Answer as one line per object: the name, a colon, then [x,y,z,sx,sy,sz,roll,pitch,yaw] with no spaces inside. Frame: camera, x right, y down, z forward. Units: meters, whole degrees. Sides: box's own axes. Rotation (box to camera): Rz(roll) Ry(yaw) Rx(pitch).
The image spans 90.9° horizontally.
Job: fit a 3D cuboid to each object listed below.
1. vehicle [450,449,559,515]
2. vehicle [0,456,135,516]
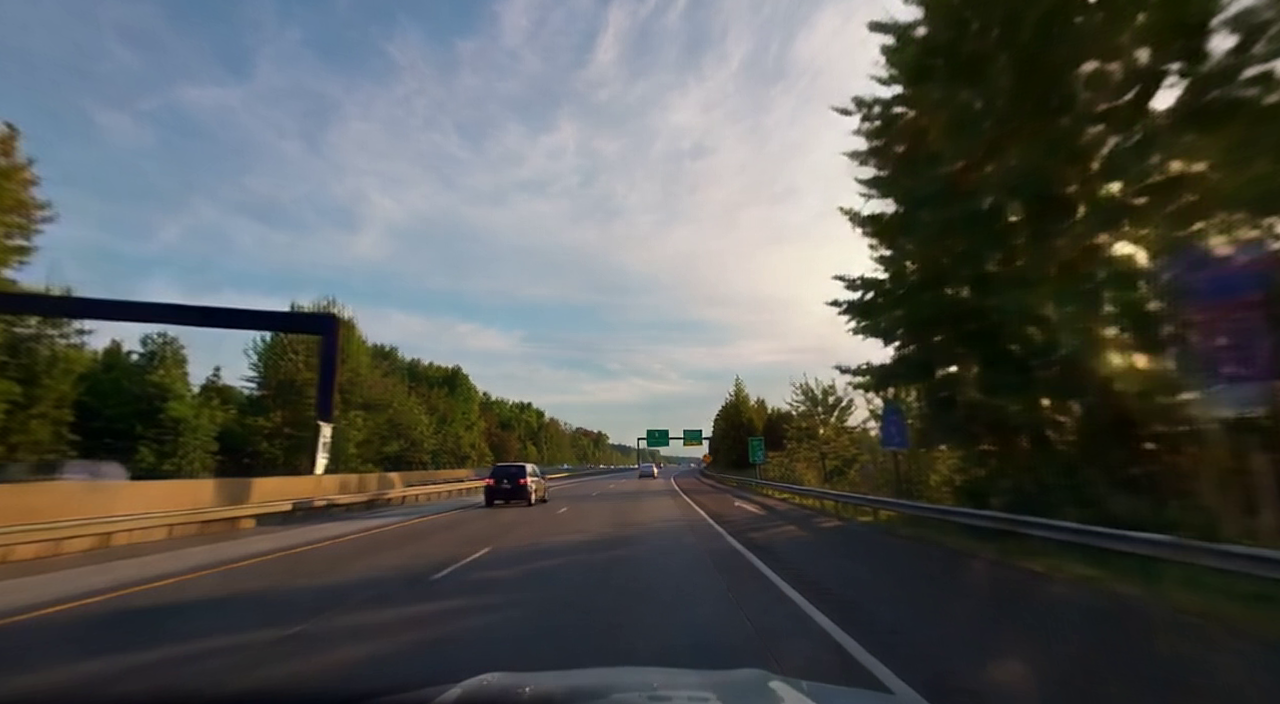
vehicle: [-3.674,3.662,17.936,2.000,1.594,3.996,1,-10,3]
vehicle: [-18.794,4.182,19.996,1.959,1.669,4.090,1,-10,1]
